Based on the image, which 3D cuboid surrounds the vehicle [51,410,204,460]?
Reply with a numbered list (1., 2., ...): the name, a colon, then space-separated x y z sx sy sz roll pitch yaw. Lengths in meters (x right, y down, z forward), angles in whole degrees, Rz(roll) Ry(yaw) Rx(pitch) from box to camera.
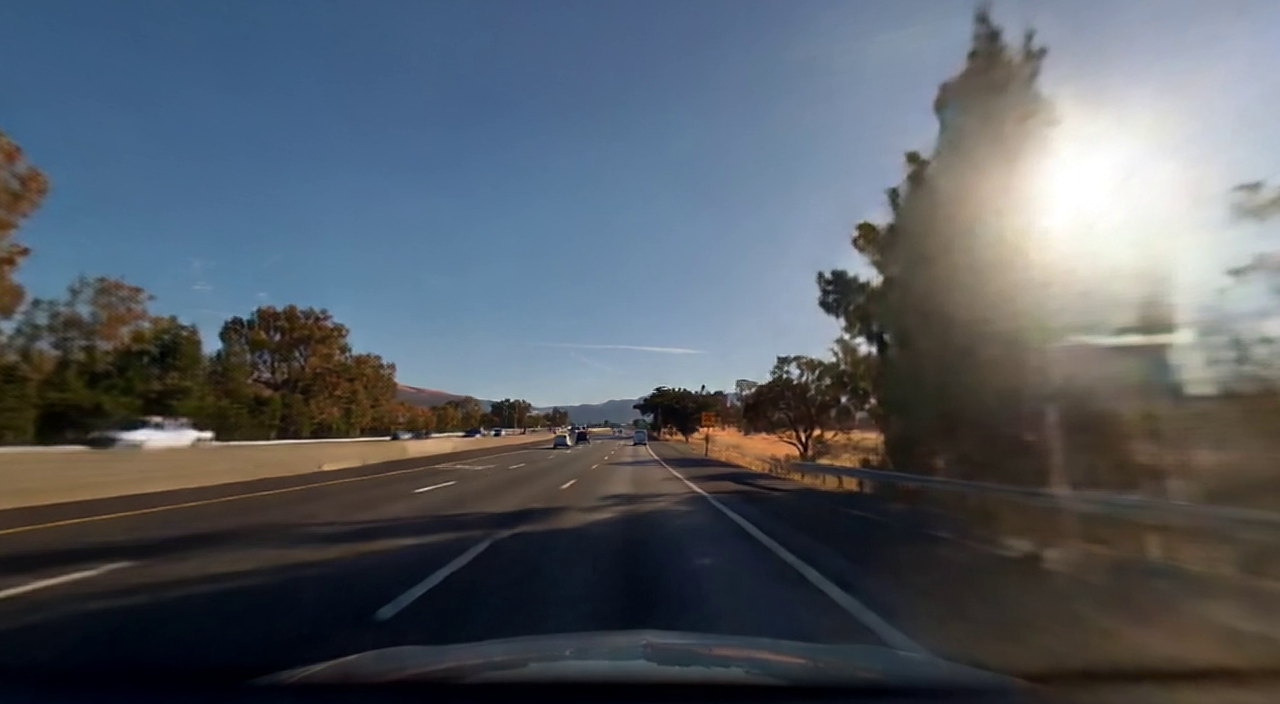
1. vehicle: -25.443 4.240 31.785 2.484 2.248 6.190 0 -8 0
